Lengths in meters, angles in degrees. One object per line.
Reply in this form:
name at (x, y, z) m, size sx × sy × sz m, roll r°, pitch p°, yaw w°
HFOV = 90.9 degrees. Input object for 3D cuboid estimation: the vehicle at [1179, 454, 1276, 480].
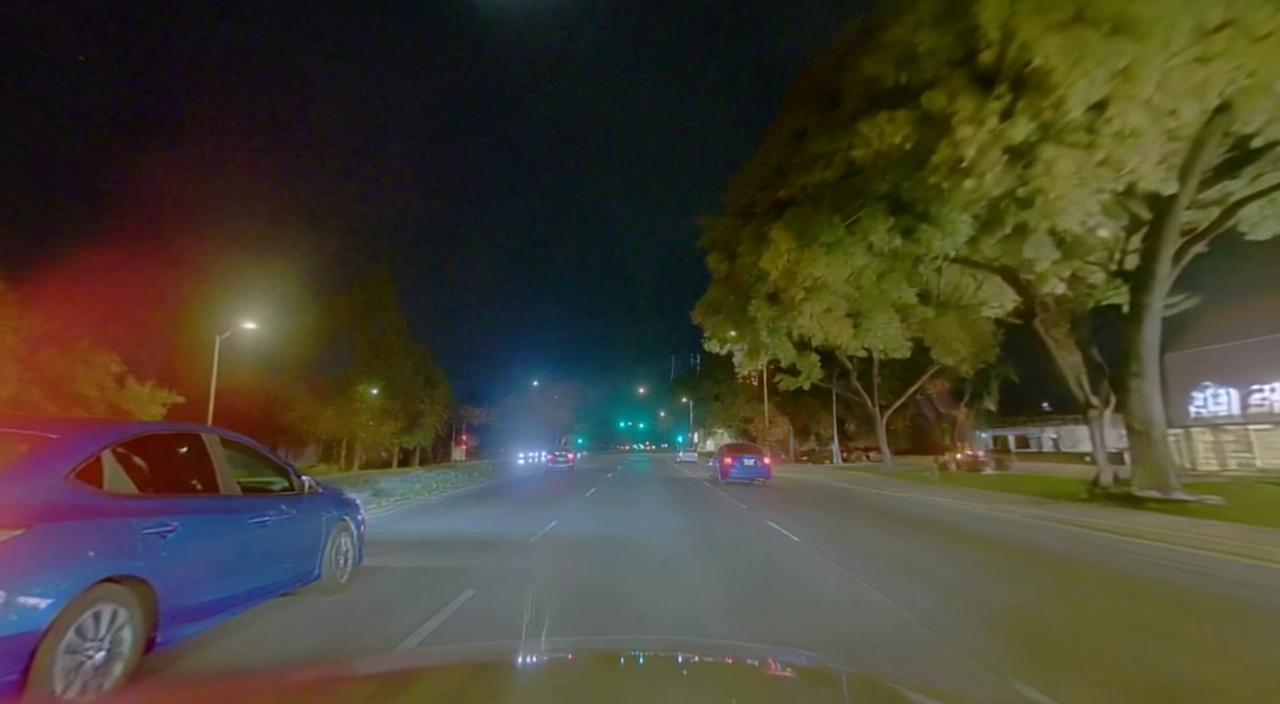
vehicle at (34.679, 6.778, 37.240) m, size 3.954 × 1.401 × 1.980 m, roll 1°, pitch -8°, yaw -6°

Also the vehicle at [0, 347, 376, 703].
vehicle at (-3.560, 1.015, 3.605) m, size 2.023 × 1.720 × 4.741 m, roll 0°, pitch -8°, yaw 0°

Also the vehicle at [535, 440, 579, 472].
vehicle at (-4.437, 5.619, 34.279) m, size 2.113 × 1.626 × 4.129 m, roll 0°, pitch -8°, yaw -4°

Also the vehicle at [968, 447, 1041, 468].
vehicle at (28.809, 8.317, 49.869) m, size 4.587 × 1.518 × 1.843 m, roll 0°, pitch -7°, yaw 1°

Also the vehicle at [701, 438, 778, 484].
vehicle at (3.488, 3.926, 22.989) m, size 2.083 × 1.474 × 4.360 m, roll 0°, pitch -8°, yaw 0°

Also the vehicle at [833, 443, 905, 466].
vehicle at (16.692, 7.498, 46.104) m, size 4.458 × 1.560 × 2.045 m, roll 0°, pitch -8°, yaw -1°
